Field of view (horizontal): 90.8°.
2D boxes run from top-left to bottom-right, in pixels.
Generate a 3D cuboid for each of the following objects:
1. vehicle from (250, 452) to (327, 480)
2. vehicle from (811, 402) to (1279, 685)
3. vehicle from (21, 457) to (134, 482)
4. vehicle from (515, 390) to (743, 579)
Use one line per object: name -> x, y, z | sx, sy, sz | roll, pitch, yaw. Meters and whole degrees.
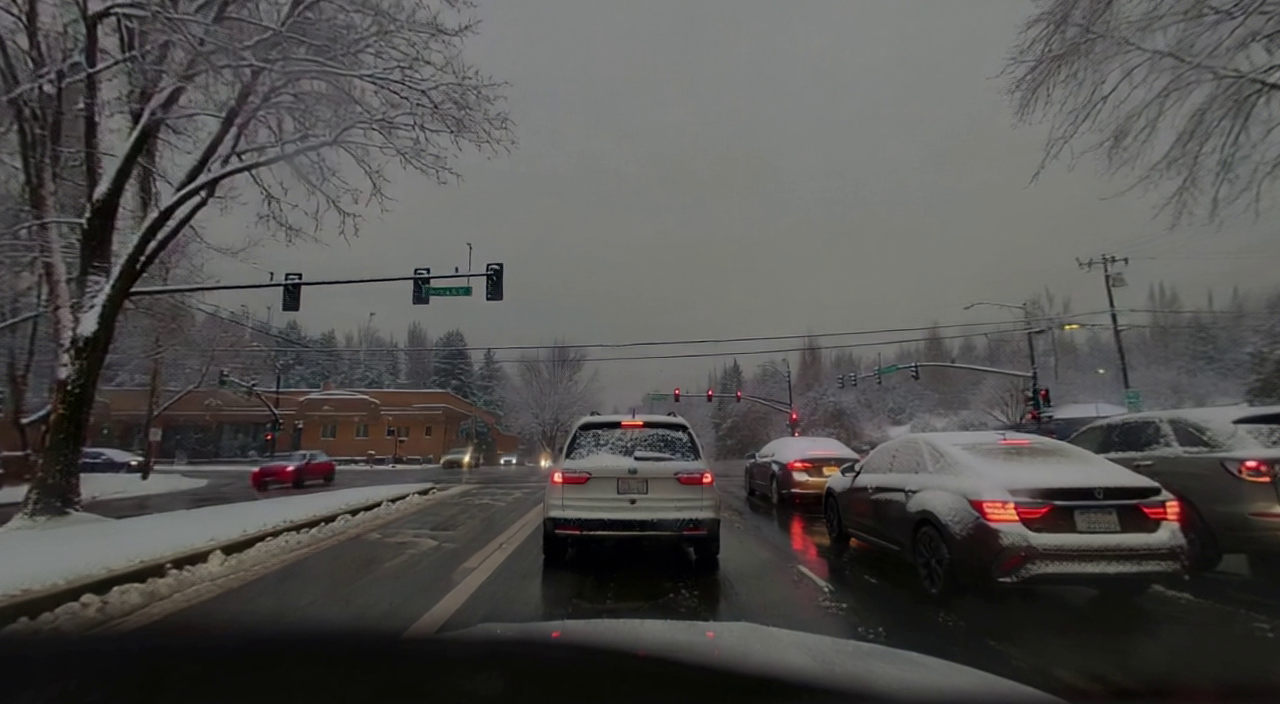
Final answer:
vehicle -> -20.765, 6.731, 37.592 | 1.899, 1.469, 4.668 | 0, -9, 0
vehicle -> 3.357, 1.420, 5.975 | 2.034, 1.558, 4.774 | 0, -9, -1
vehicle -> -35.105, 7.341, 39.578 | 4.845, 1.442, 1.880 | 2, -9, -13
vehicle -> -0.219, 1.617, 8.435 | 2.236, 1.827, 4.316 | 1, -9, -3
